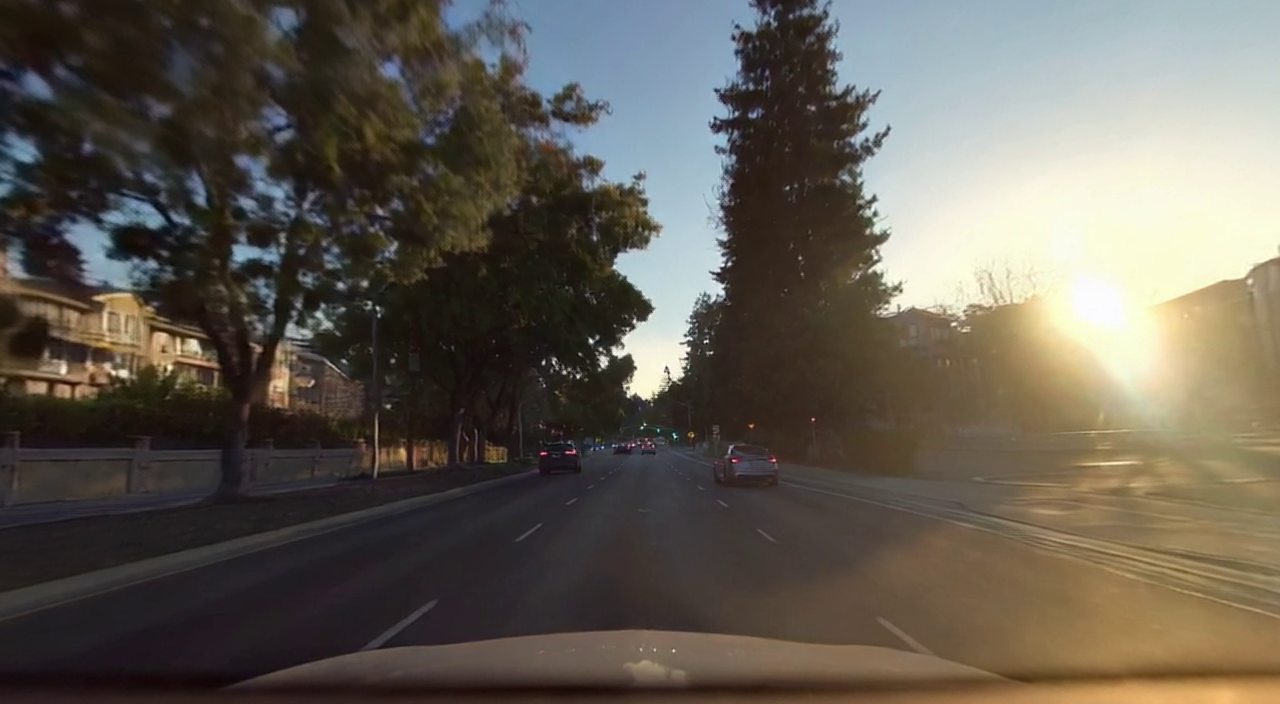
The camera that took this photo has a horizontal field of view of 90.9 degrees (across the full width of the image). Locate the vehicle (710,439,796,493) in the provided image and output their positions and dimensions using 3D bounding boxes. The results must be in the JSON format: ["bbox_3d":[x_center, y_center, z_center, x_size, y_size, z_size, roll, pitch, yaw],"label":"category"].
[{"bbox_3d":[3.462,3.578,20.146,1.945,1.530,4.320,0,-8,0],"label":"vehicle"}]

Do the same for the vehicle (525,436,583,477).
[{"bbox_3d":[-4.058,5.026,30.548,2.216,1.828,4.886,0,-8,-1],"label":"vehicle"}]
